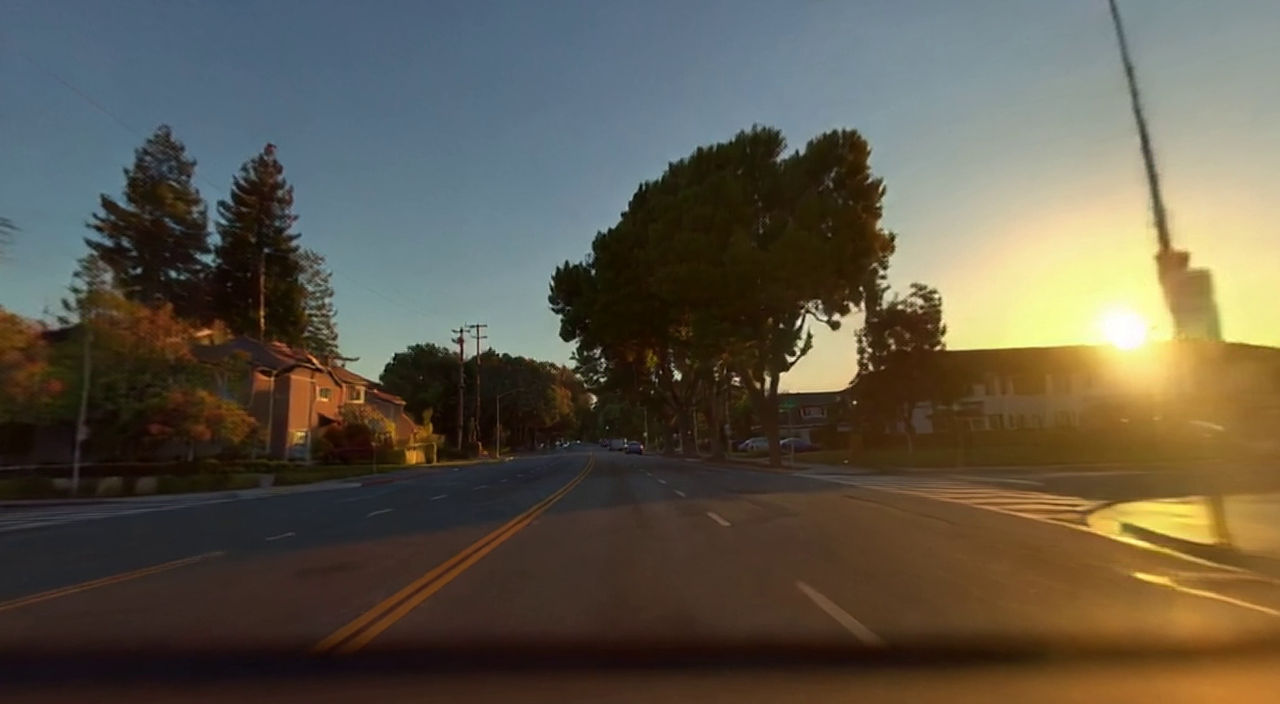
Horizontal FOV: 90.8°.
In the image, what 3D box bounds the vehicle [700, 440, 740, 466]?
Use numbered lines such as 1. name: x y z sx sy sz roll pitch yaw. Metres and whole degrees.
1. vehicle: 5.475 6.991 43.786 2.024 1.710 4.525 0 -9 -2
